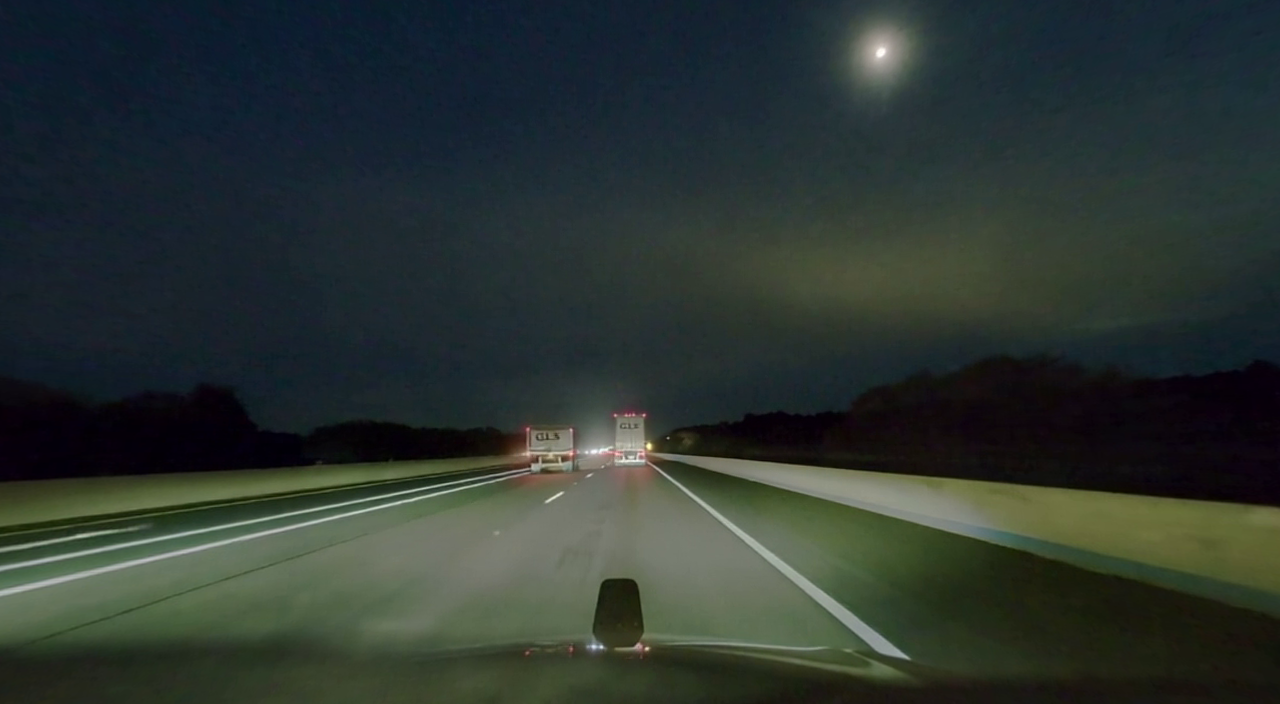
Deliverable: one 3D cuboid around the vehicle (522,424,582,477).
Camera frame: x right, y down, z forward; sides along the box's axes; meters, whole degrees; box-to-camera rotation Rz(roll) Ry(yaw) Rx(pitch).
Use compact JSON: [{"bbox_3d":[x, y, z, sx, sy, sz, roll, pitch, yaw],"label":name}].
[{"bbox_3d":[-4.780,5.491,35.039,2.529,2.697,5.935,0,-9,-1],"label":"vehicle"}]
